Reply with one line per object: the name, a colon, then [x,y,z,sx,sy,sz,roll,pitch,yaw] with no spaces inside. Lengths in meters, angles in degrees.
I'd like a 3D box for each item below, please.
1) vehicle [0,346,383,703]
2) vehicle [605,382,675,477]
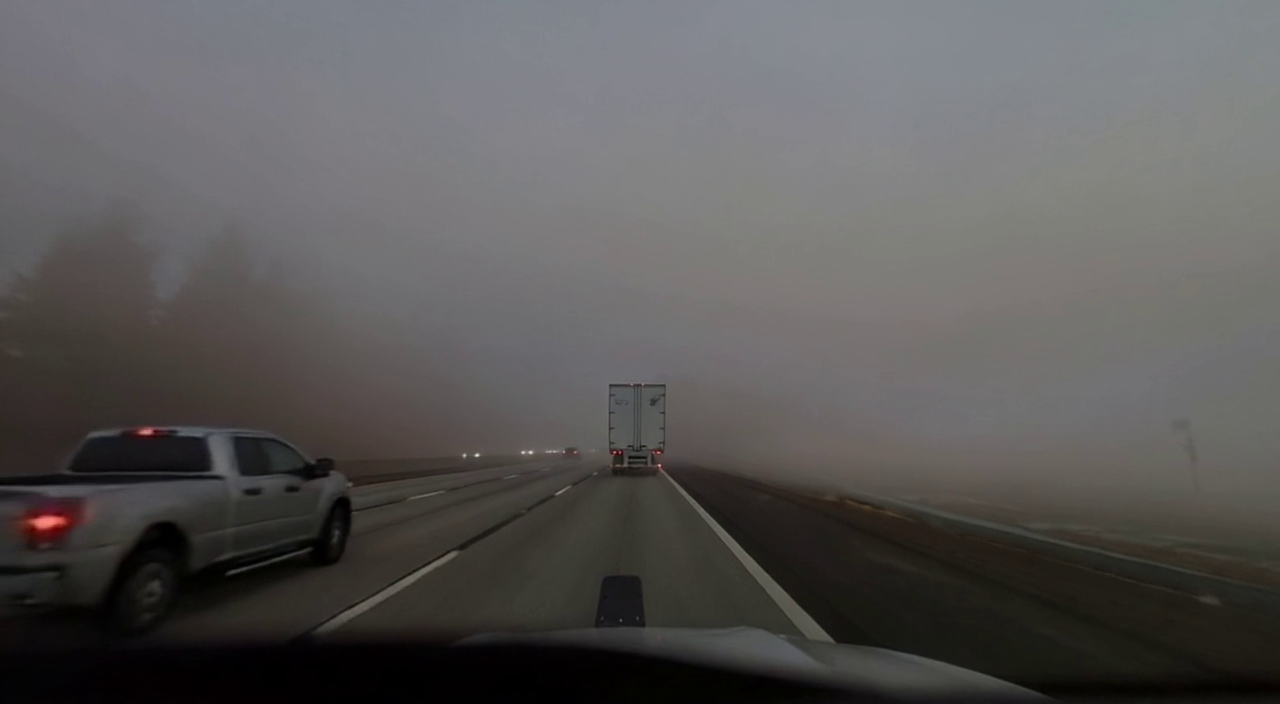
vehicle: [-4.336,1.209,5.212,2.285,1.833,4.984,0,-9,0]
vehicle: [-0.077,4.216,33.190,3.052,4.132,11.336,0,-9,-1]
